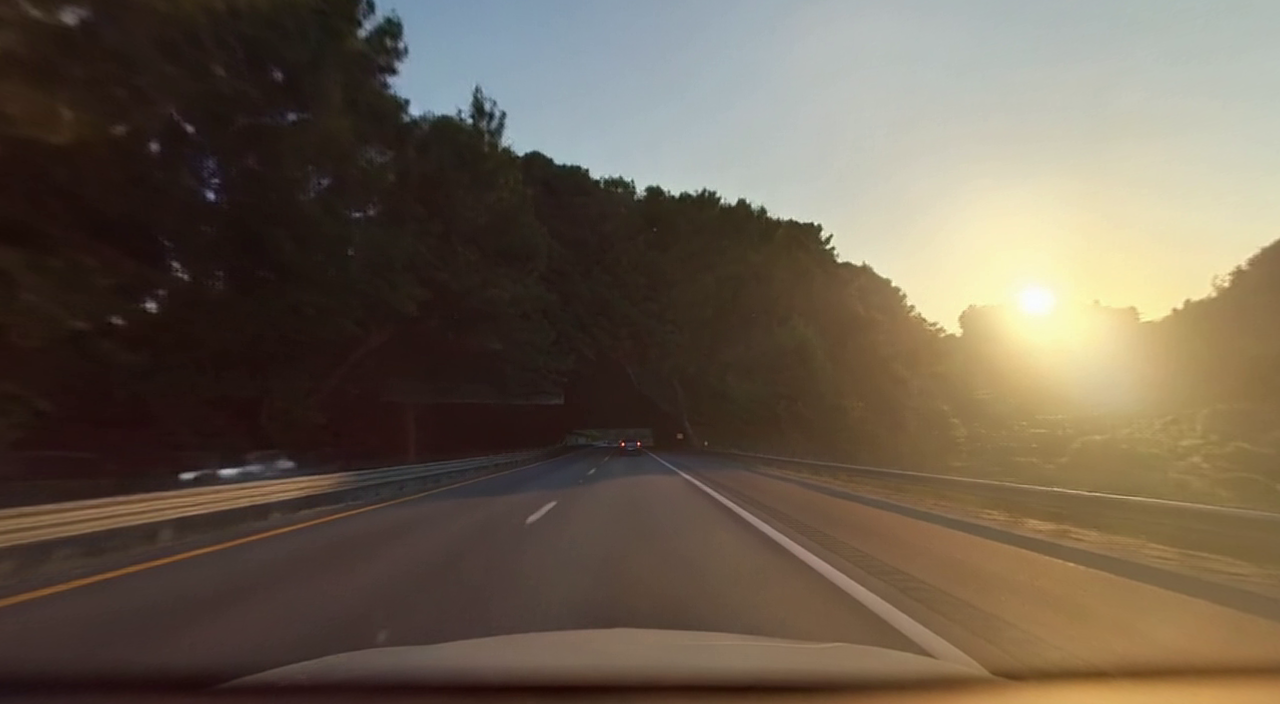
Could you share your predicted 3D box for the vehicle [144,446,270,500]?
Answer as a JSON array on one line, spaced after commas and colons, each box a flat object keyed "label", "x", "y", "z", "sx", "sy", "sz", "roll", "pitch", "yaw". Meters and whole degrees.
[{"label": "vehicle", "x": -16.331, "y": 4.529, "z": 24.040, "sx": 1.938, "sy": 1.793, "sz": 4.055, "roll": 0, "pitch": -8, "yaw": -1}]
